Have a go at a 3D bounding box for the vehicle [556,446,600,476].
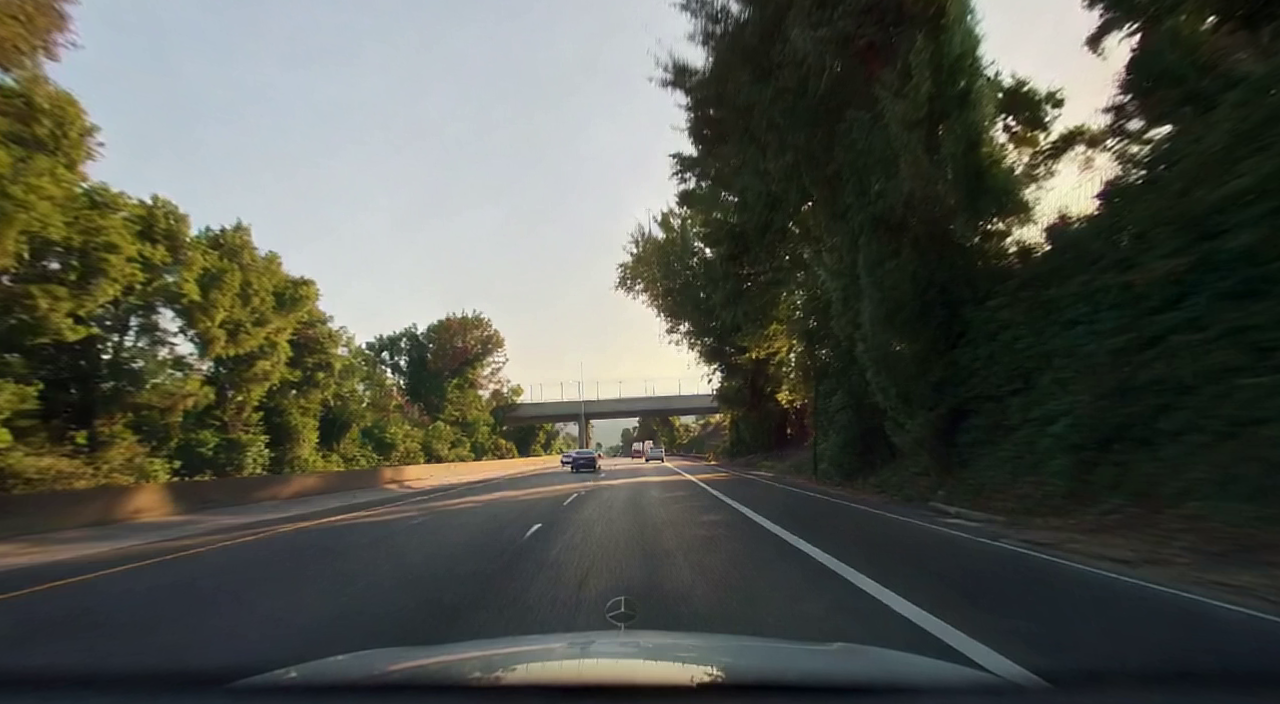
[{"bbox_3d":[-3.465,6.169,35.906,2.049,1.575,4.019,0,-9,0],"label":"vehicle"}]
